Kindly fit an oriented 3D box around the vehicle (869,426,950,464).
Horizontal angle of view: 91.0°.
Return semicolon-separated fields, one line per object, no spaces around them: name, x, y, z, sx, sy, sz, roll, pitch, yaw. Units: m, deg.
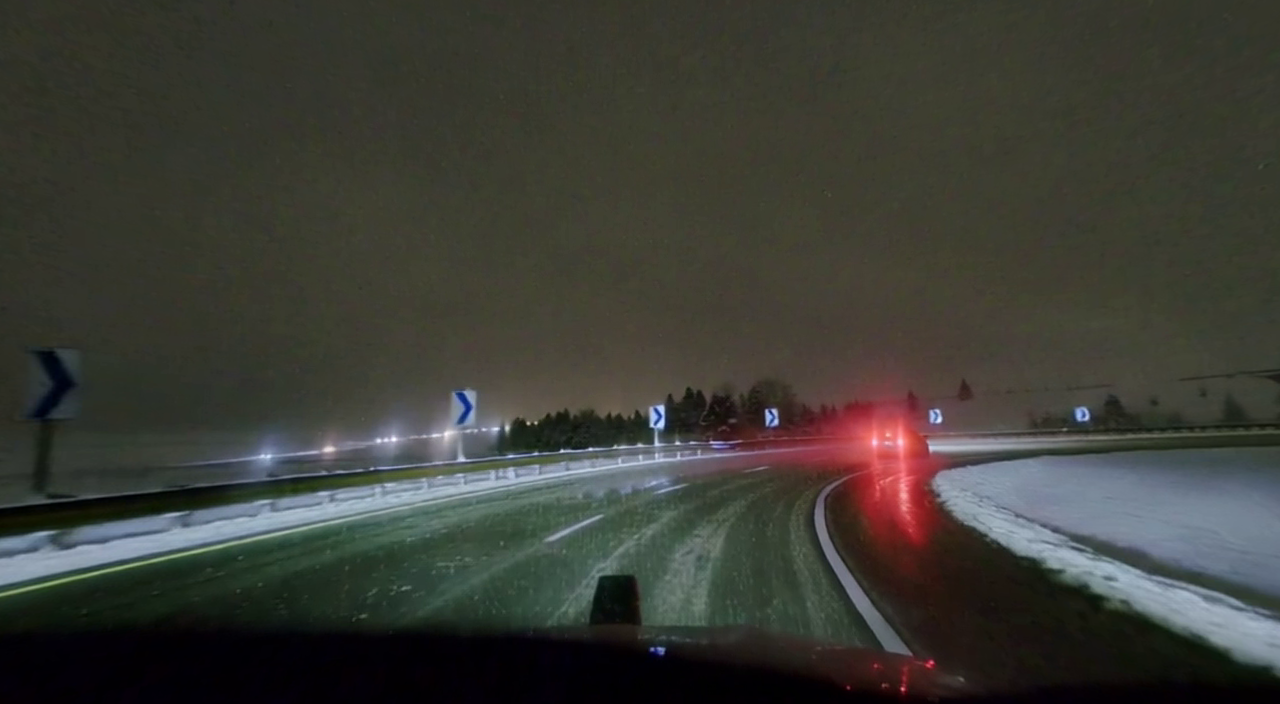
vehicle;11.835;4.030;27.521;2.028;1.440;3.970;-4;-8;42
